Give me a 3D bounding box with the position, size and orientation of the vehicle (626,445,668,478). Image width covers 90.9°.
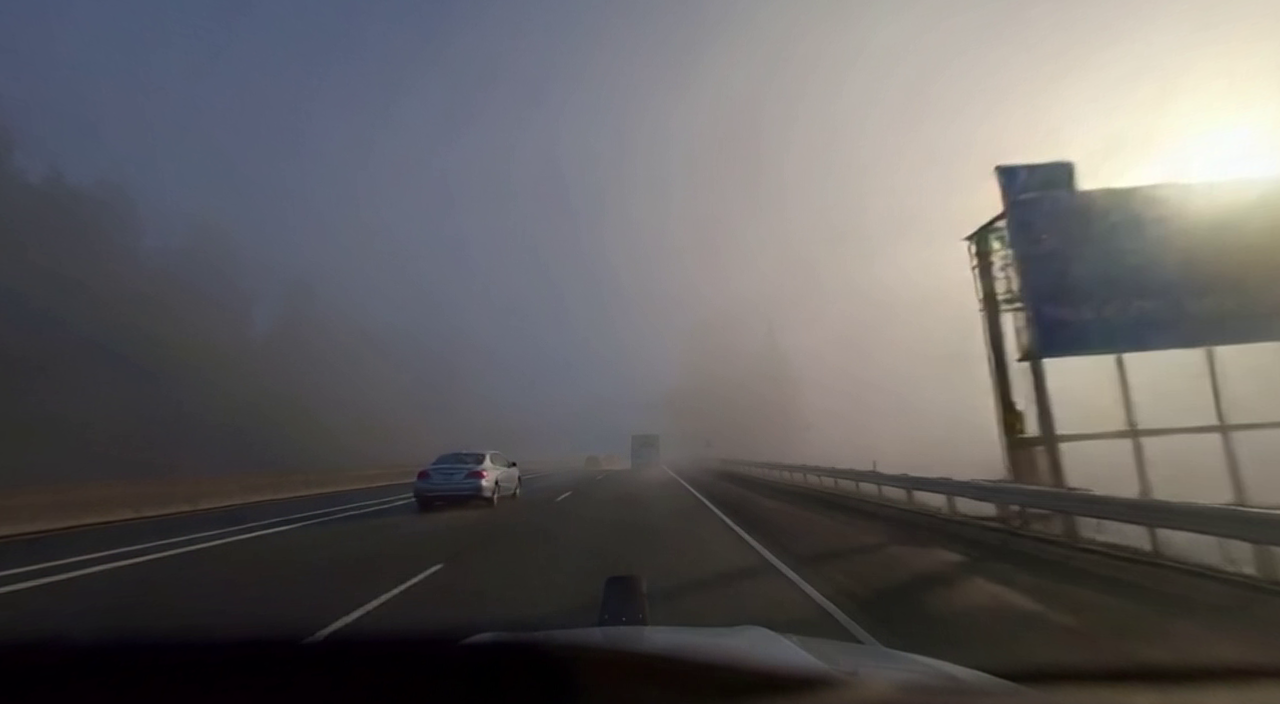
[{"bbox_3d":[0.355,5.997,34.756,2.172,1.687,3.929,0,-9,0],"label":"vehicle"}]

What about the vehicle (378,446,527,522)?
[{"bbox_3d":[-4.051,2.917,14.499,1.998,1.460,4.422,0,-9,1],"label":"vehicle"}]
